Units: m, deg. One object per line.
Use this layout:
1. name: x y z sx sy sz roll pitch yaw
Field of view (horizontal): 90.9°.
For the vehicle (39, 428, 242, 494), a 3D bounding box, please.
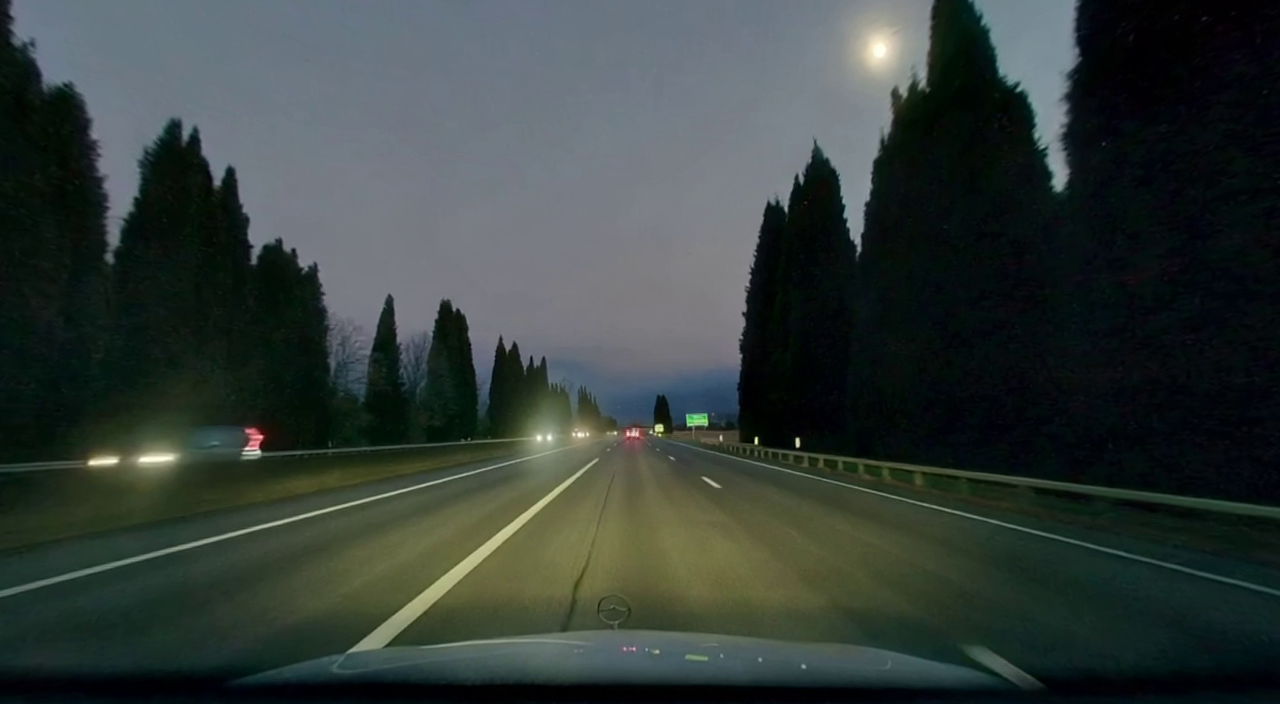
1. vehicle: -12.747 2.776 16.514 1.906 1.483 4.216 0 -8 -1
